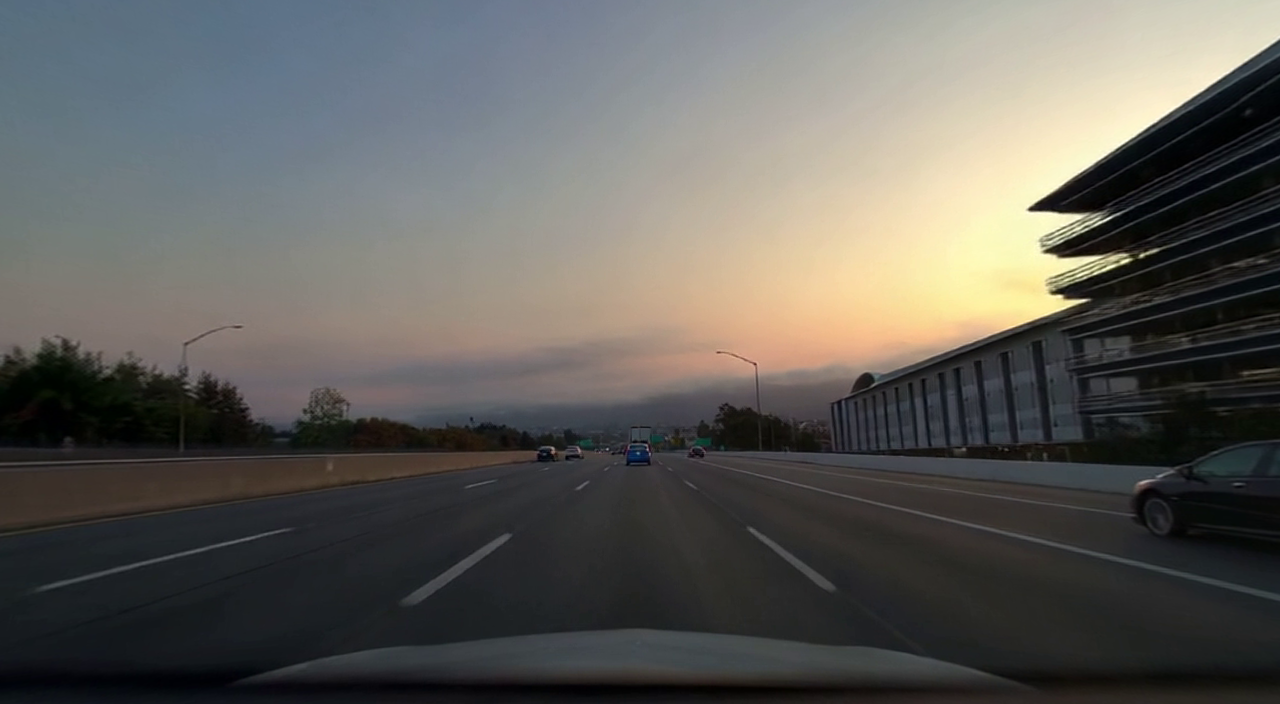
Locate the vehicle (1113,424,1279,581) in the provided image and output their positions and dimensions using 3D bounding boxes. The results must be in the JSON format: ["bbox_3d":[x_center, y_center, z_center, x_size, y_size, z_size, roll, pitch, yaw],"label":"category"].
[{"bbox_3d":[7.164,1.407,5.754,1.937,1.498,4.710,0,-8,-1],"label":"vehicle"}]

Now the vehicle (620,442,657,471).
[{"bbox_3d":[-0.081,5.915,35.817,2.036,1.542,3.891,0,-8,0],"label":"vehicle"}]
